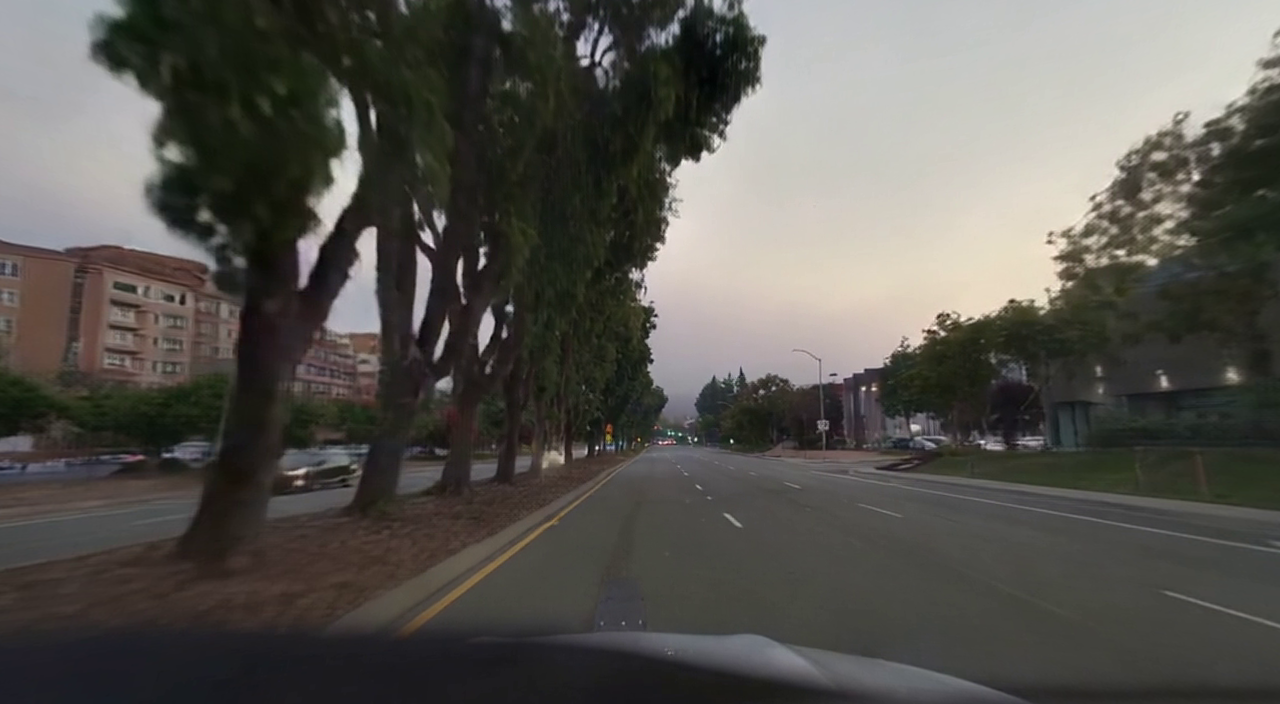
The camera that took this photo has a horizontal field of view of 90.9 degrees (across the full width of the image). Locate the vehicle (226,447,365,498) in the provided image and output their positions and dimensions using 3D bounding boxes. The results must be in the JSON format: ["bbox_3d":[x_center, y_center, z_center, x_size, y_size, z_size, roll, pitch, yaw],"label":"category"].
[{"bbox_3d":[-11.391,3.975,21.339,1.930,1.494,4.706,0,-8,2],"label":"vehicle"}]
